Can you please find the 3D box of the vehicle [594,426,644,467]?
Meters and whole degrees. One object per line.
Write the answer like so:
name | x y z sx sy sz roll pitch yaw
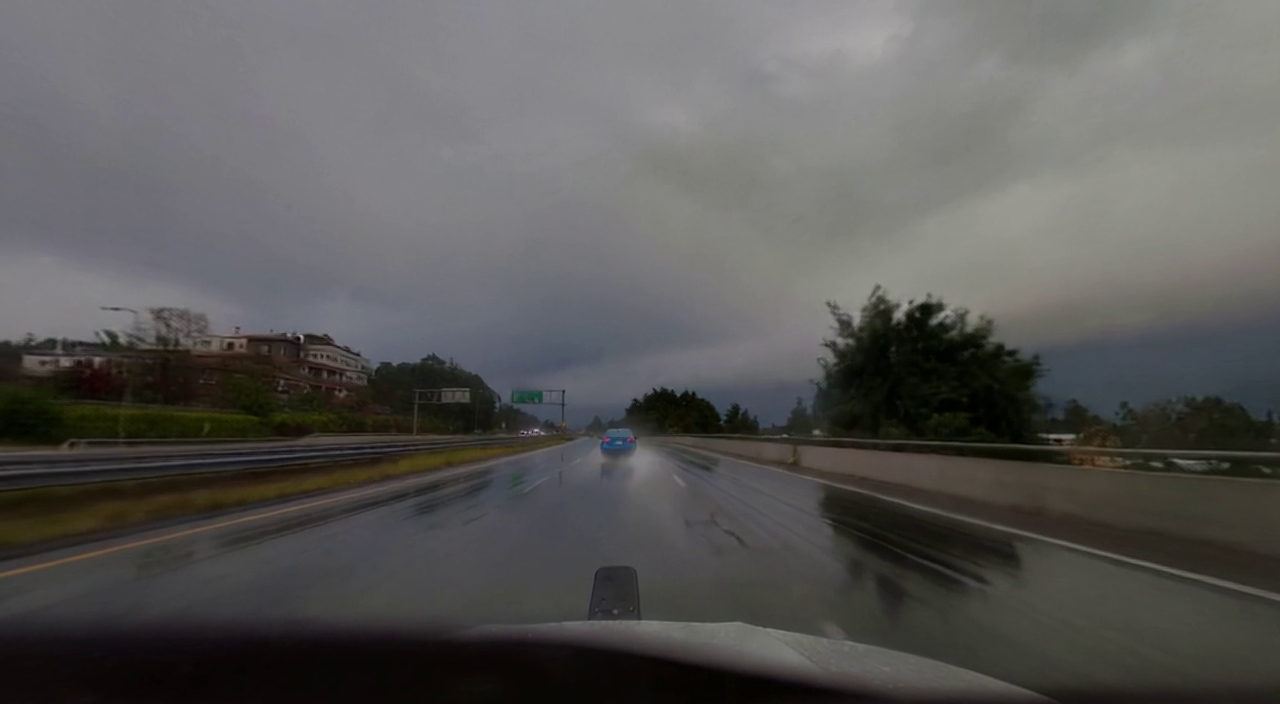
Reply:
vehicle | -0.897 4.055 27.143 2.020 1.633 3.942 0 -8 -2
